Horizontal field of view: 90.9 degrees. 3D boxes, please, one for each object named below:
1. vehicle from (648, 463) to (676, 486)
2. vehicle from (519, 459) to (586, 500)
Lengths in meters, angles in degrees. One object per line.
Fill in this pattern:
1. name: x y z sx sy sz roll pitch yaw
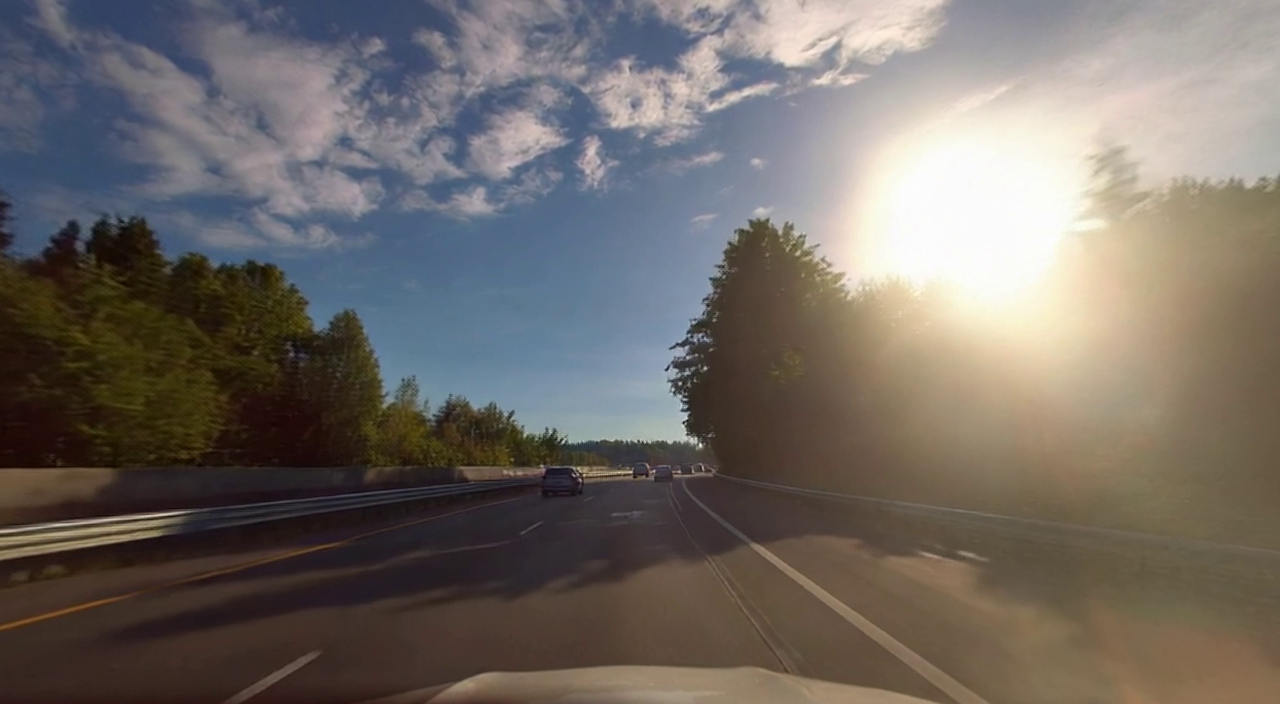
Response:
1. vehicle: 1.619 9.108 46.814 2.000 1.594 3.996 1 -10 2
2. vehicle: -3.671 5.468 27.286 2.063 1.556 4.740 1 -10 1
